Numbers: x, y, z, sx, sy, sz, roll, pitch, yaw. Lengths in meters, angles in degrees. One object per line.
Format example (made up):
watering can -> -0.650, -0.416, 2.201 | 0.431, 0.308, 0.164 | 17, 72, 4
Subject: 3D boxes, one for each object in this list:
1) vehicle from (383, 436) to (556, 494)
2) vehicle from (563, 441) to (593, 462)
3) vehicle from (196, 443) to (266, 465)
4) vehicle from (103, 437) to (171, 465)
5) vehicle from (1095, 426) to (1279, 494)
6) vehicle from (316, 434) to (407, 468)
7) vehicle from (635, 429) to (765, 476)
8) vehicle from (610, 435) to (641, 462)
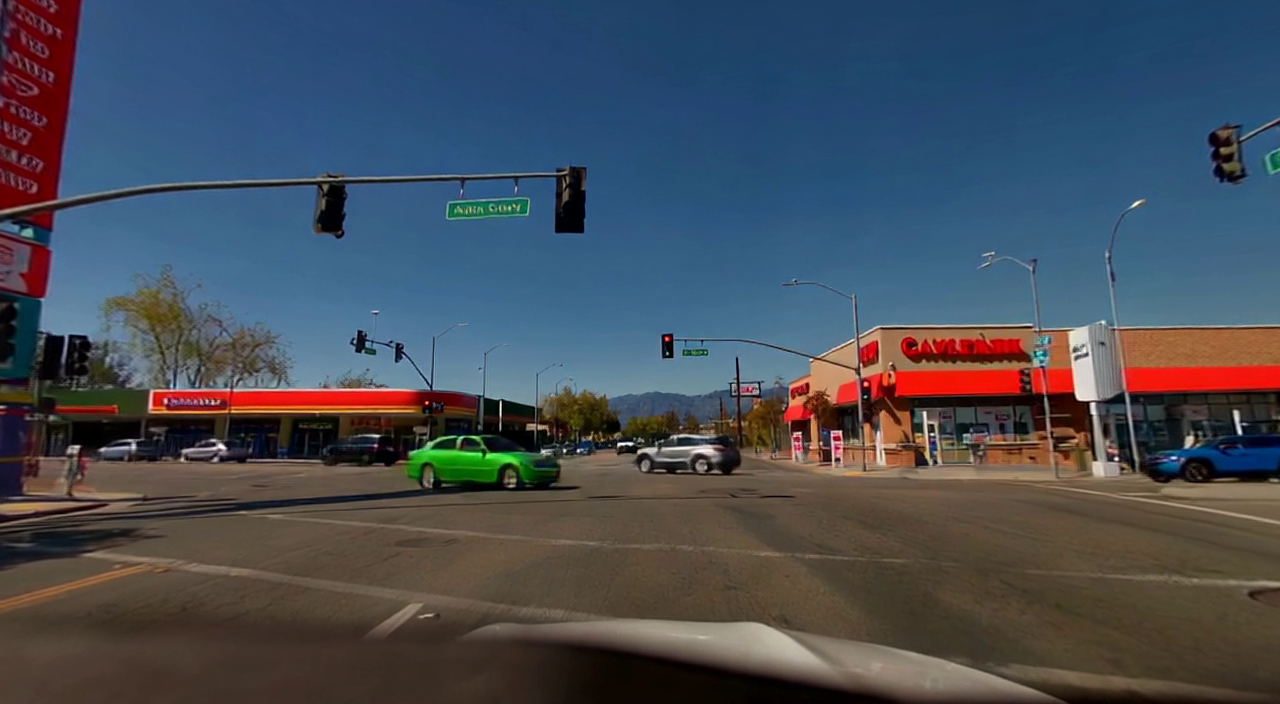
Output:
vehicle -> -4.851, 3.138, 17.877 | 4.670, 1.458, 1.959 | -5, -10, 30
vehicle -> -4.604, 7.458, 47.572 | 2.003, 1.481, 4.091 | 0, -8, -2
vehicle -> -28.520, 7.086, 44.030 | 4.801, 1.466, 1.830 | -5, -9, 27
vehicle -> -34.163, 6.715, 42.915 | 4.311, 1.742, 1.864 | -5, -9, 27
vehicle -> 14.211, 2.601, 15.365 | 4.681, 1.495, 2.096 | -4, -9, 25
vehicle -> -14.716, 5.226, 33.326 | 4.562, 1.676, 1.819 | -5, -9, 27
vehicle -> 2.282, 3.854, 24.380 | 4.568, 1.643, 1.911 | -4, -9, 26
vehicle -> -1.114, 6.927, 45.454 | 2.083, 1.764, 5.011 | 0, -8, -3
